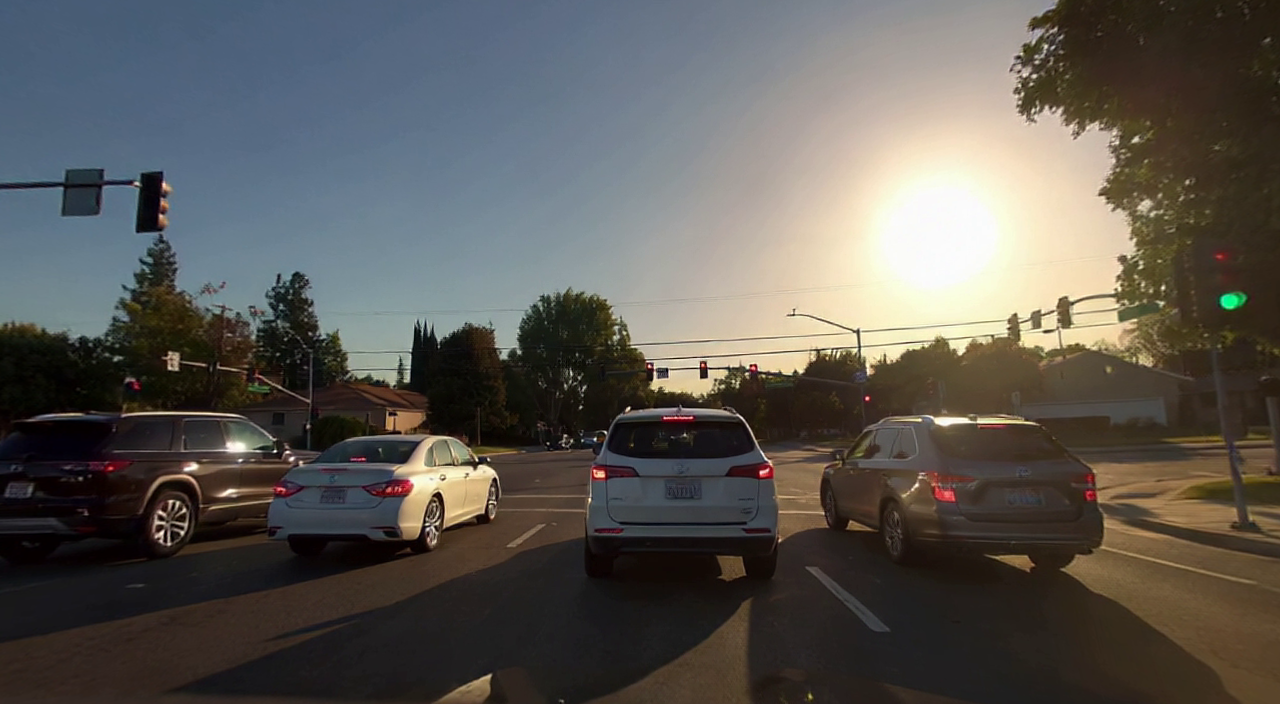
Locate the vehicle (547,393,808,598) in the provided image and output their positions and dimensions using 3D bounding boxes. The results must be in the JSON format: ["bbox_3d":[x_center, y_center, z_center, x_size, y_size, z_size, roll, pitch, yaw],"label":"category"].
[{"bbox_3d":[0.390,1.517,7.487,2.198,1.708,4.170,0,-8,2],"label":"vehicle"}]

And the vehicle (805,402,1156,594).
[{"bbox_3d":[3.524,1.588,7.739,2.047,1.638,4.395,-1,-8,4],"label":"vehicle"}]

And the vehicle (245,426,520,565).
[{"bbox_3d":[-3.237,1.883,9.097,1.885,1.475,4.359,-1,-8,4],"label":"vehicle"}]

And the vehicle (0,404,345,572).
[{"bbox_3d":[-6.631,1.824,9.269,2.075,1.796,4.785,0,-8,2],"label":"vehicle"}]
